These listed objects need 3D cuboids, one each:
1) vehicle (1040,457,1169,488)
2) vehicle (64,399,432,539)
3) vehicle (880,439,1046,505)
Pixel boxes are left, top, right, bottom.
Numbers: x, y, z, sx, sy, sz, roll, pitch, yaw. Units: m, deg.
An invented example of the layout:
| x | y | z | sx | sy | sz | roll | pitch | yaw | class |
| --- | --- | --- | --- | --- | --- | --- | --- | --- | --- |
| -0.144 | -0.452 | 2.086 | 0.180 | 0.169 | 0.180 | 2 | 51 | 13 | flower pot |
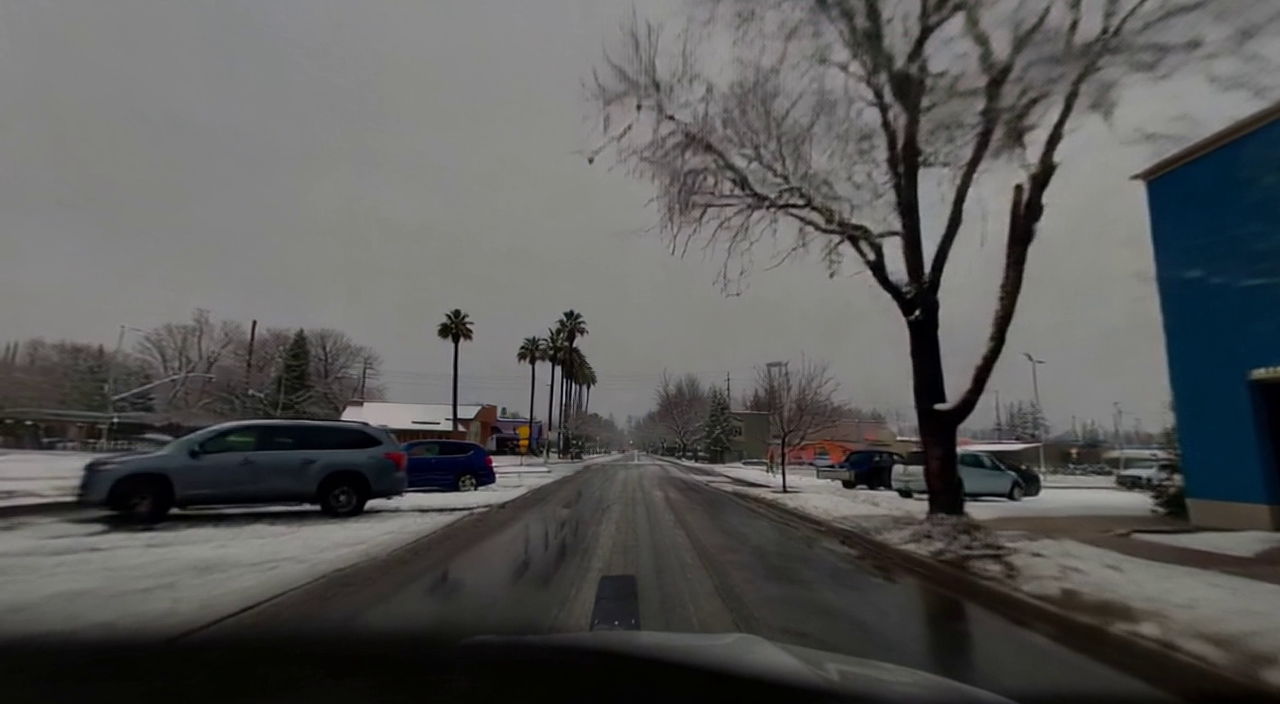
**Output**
| x | y | z | sx | sy | sz | roll | pitch | yaw | class |
| --- | --- | --- | --- | --- | --- | --- | --- | --- | --- |
| 24.903 | 6.441 | 34.114 | 1.785 | 1.539 | 5.214 | 7 | -12 | -34 | vehicle |
| -6.312 | 1.906 | 10.769 | 4.787 | 1.867 | 2.092 | 6 | -10 | -34 | vehicle |
| 9.897 | 3.636 | 19.331 | 4.758 | 1.759 | 2.068 | 5 | -11 | -28 | vehicle |
